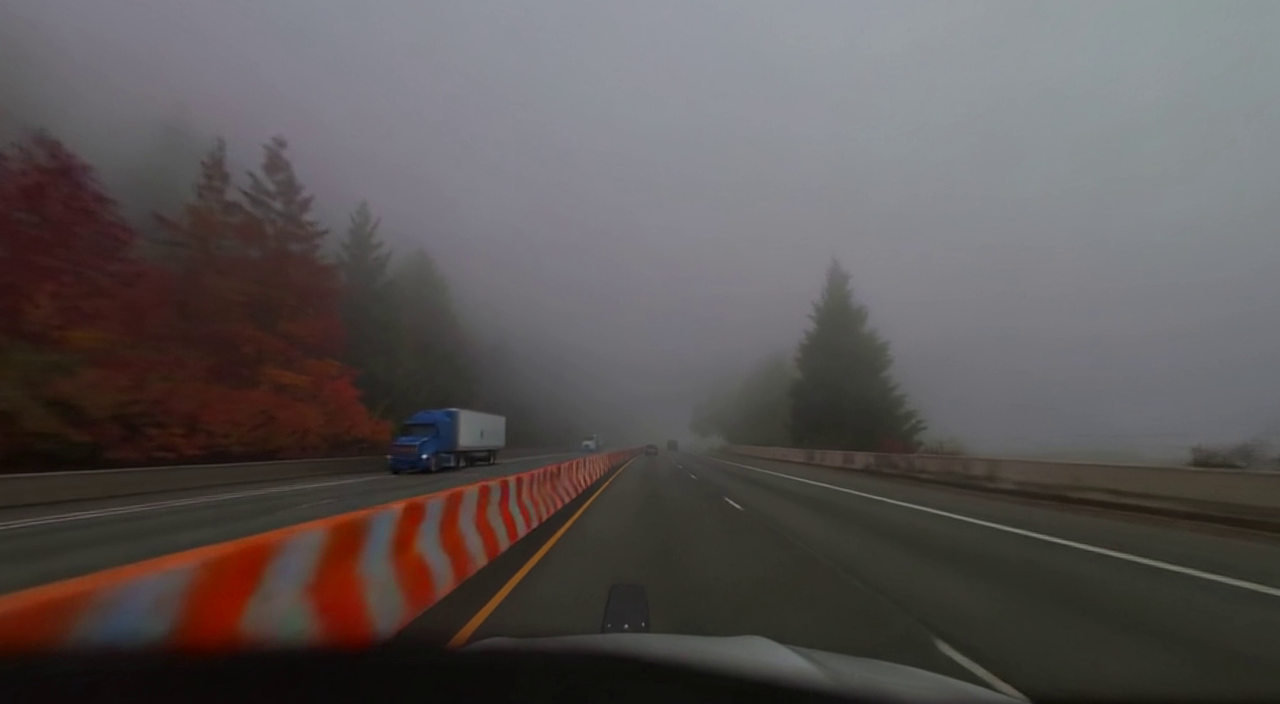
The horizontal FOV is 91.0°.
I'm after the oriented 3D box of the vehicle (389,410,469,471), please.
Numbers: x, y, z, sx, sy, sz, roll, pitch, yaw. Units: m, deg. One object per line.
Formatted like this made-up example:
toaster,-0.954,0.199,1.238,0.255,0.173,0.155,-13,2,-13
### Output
vehicle,-14.148,6.039,42.868,3.094,3.803,6.248,-1,-8,1
